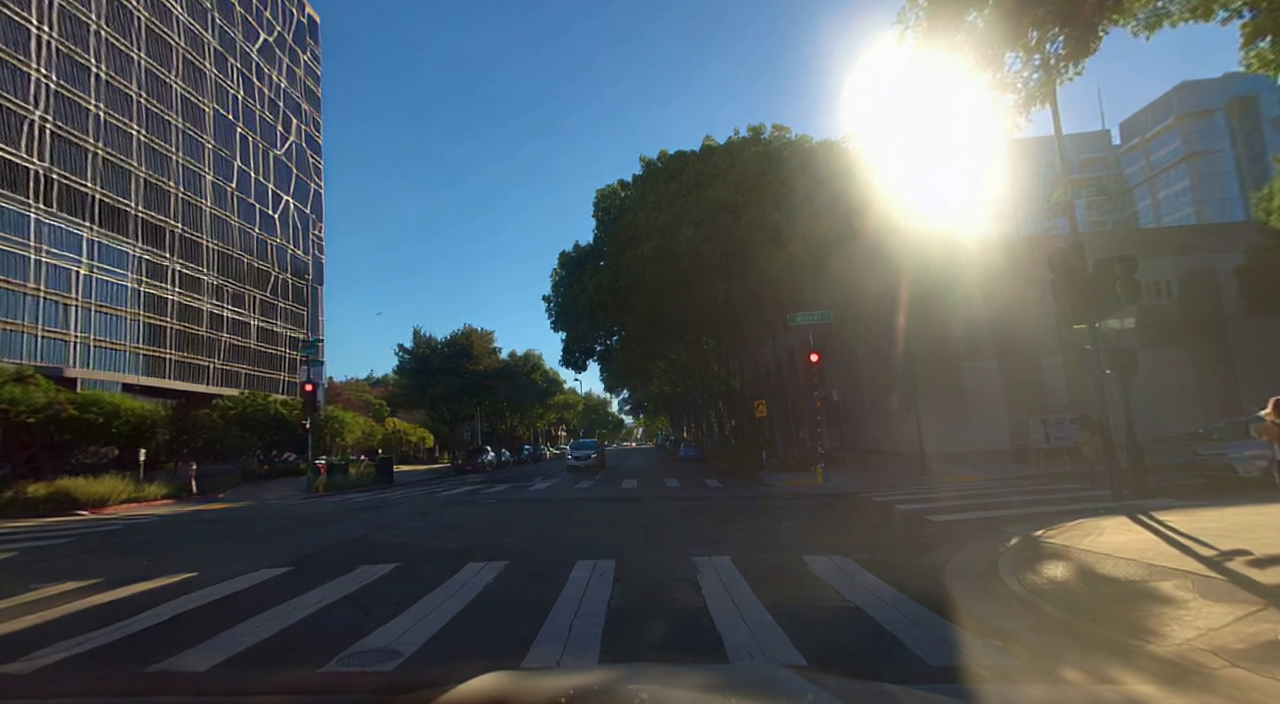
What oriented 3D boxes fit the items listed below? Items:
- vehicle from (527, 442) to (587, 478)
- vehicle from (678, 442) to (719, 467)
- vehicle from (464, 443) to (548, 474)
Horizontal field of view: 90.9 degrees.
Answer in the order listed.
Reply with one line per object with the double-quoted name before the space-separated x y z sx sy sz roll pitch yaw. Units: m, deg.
"vehicle" -3.665 4.844 28.643 1.989 1.481 4.500 0 -8 1
"vehicle" 3.547 6.280 38.860 1.853 1.426 4.160 1 -8 -3
"vehicle" -8.022 6.356 38.012 4.526 1.726 1.963 8 -12 -44
